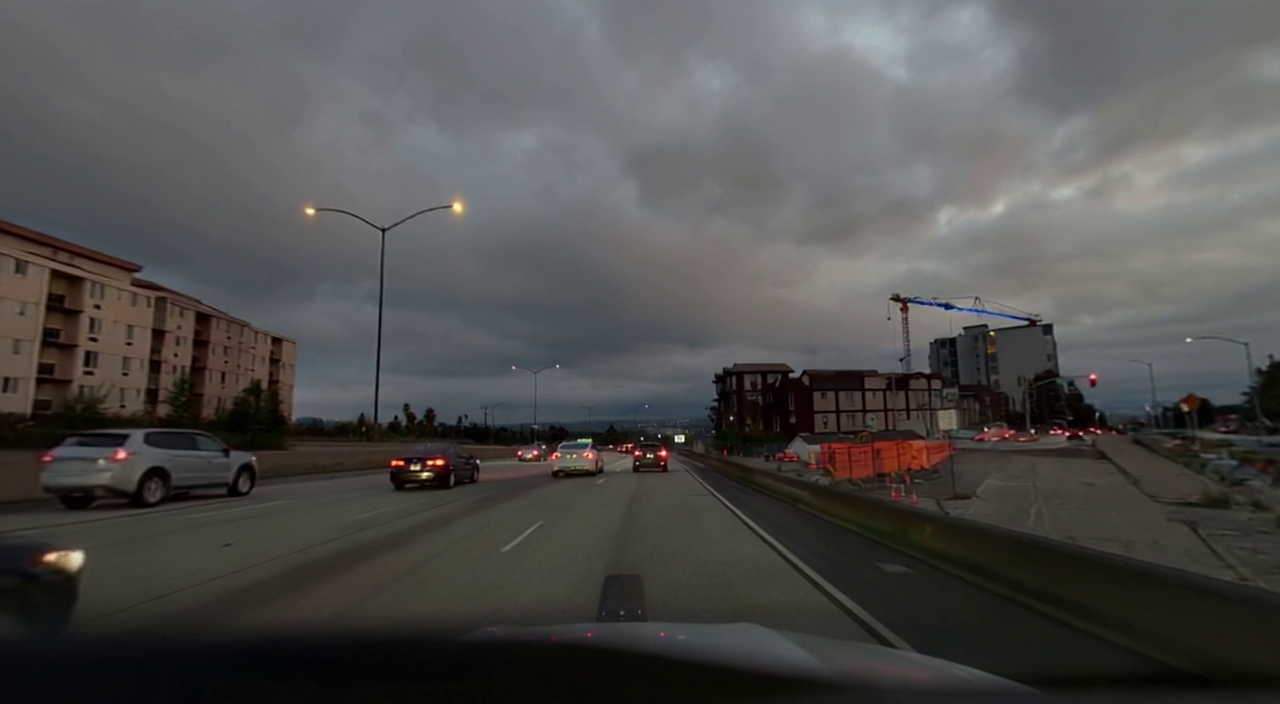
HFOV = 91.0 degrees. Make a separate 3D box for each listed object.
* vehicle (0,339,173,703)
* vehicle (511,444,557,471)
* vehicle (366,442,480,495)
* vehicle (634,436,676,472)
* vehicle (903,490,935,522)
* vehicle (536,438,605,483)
[{"bbox_3d":[-3.665,0.603,1.237,2.045,1.710,4.382,0,-8,1],"label":"vehicle"},{"bbox_3d":[-6.332,6.362,38.232,1.931,1.505,4.386,0,-8,1],"label":"vehicle"},{"bbox_3d":[-6.771,3.660,20.238,1.959,1.486,4.460,0,-8,2],"label":"vehicle"},{"bbox_3d":[0.801,5.433,33.595,2.116,1.763,4.352,0,-8,1],"label":"vehicle"},{"bbox_3d":[21.570,11.896,48.787,1.859,1.579,4.190,-6,-3,20],"label":"vehicle"},{"bbox_3d":[-2.733,4.434,26.022,2.109,1.657,4.554,0,-8,3],"label":"vehicle"}]
